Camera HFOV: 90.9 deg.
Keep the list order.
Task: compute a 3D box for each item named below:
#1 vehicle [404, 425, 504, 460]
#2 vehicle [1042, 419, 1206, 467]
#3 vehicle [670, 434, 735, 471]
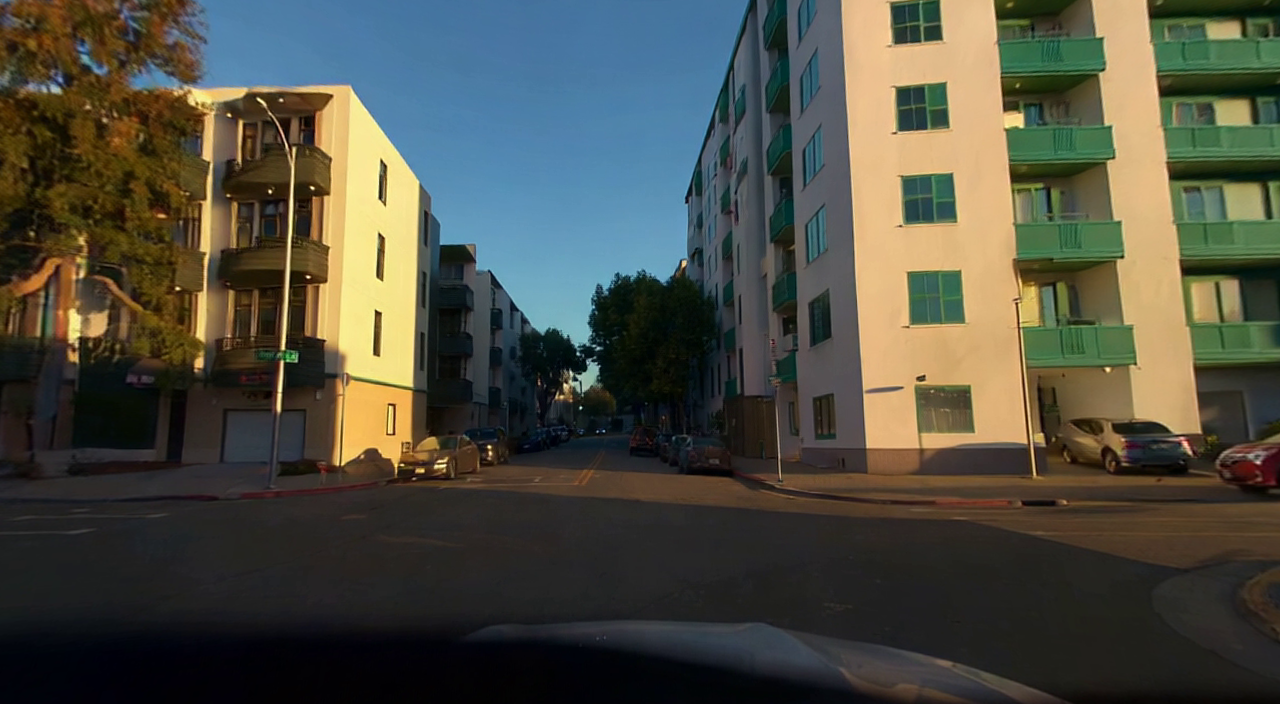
[{"bbox_3d":[-11.448,5.590,38.874,5.540,1.950,2.113,4,-12,-28],"label":"vehicle"},{"bbox_3d":[15.344,2.919,20.146,3.752,1.453,1.709,0,-9,2],"label":"vehicle"},{"bbox_3d":[2.558,4.313,27.171,2.290,1.456,4.503,0,-8,-1],"label":"vehicle"}]
